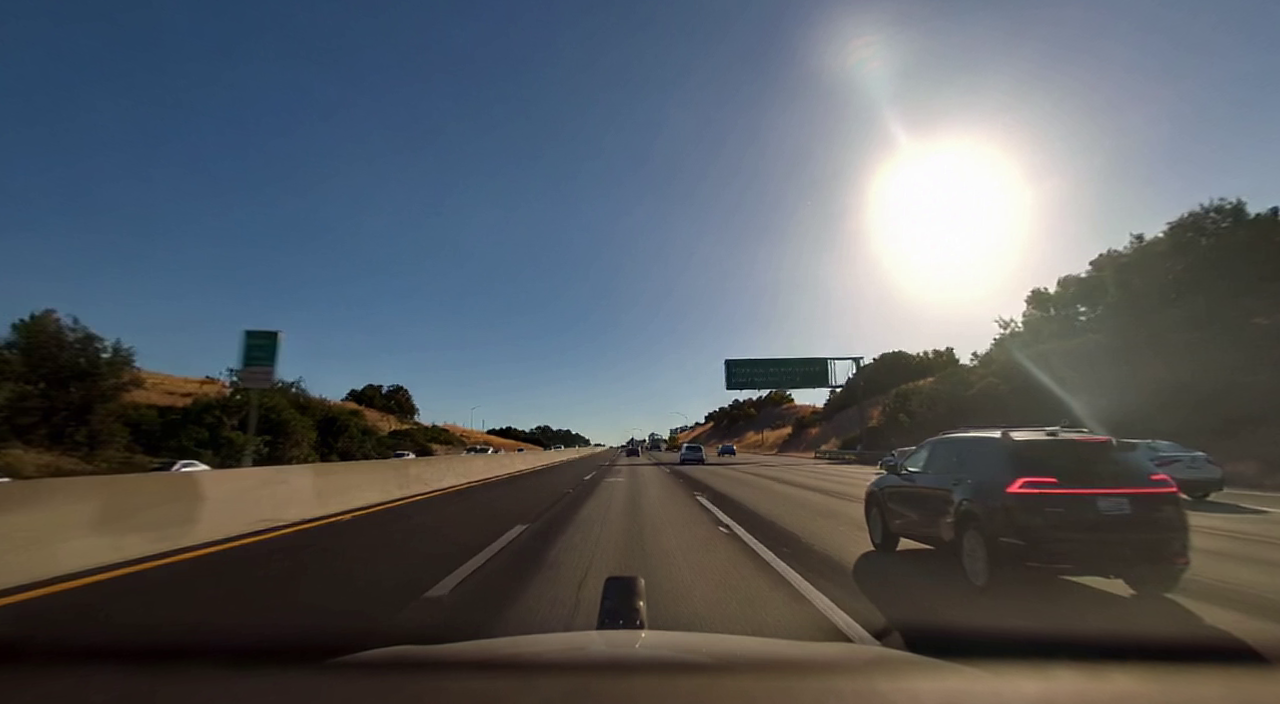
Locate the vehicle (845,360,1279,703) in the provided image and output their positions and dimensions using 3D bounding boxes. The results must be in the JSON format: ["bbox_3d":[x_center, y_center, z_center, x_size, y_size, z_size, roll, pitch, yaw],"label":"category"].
[{"bbox_3d":[3.294,1.163,4.648,1.977,1.601,4.598,0,-8,-1],"label":"vehicle"}]

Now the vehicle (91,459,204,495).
[{"bbox_3d":[-22.006,5.573,28.450,1.857,1.392,4.044,0,-9,-1],"label":"vehicle"}]

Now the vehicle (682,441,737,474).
[{"bbox_3d":[3.212,4.994,30.124,2.038,1.477,4.313,0,-8,-1],"label":"vehicle"}]
